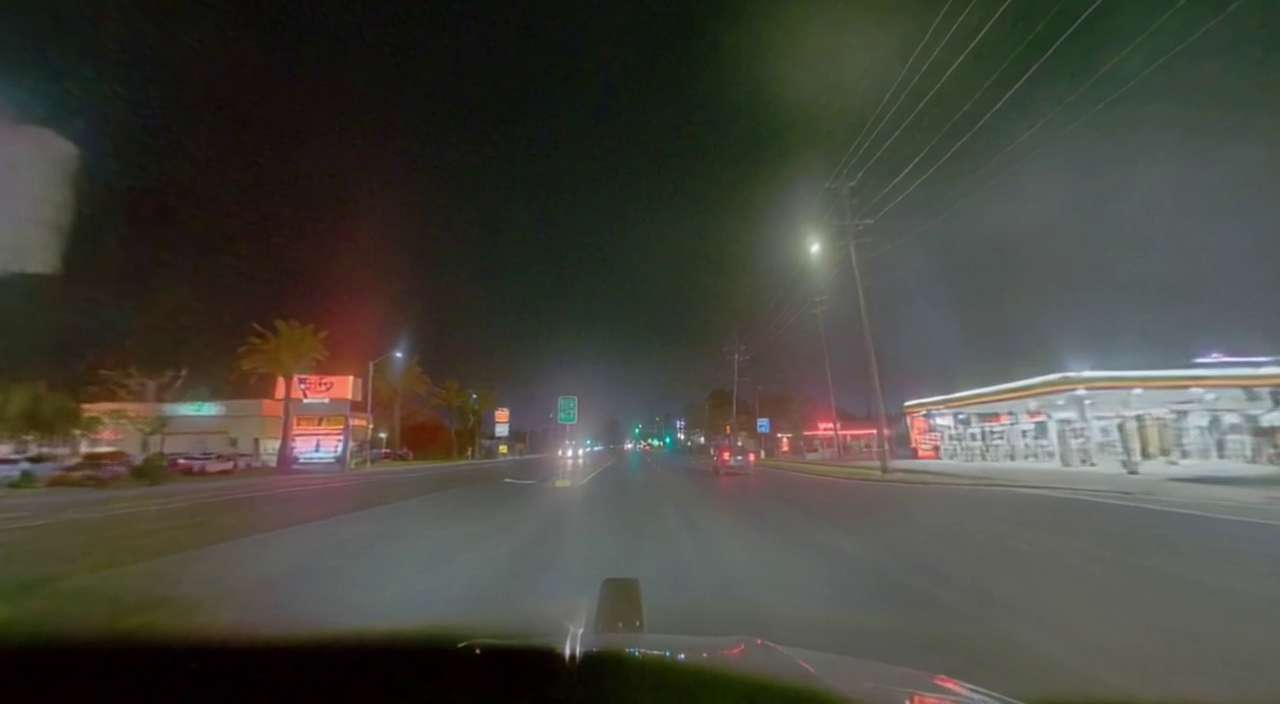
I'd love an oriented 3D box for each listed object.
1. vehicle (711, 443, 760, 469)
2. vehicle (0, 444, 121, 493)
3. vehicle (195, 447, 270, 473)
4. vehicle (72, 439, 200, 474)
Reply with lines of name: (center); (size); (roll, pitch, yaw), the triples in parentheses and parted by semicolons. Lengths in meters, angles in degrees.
vehicle: (5.943, 6.538, 39.920); (2.261, 1.479, 4.403); (0, -8, -2)
vehicle: (-25.979, 5.012, 27.686); (2.056, 1.890, 5.063); (0, -8, 0)
vehicle: (-27.863, 7.350, 43.365); (2.113, 1.684, 4.498); (0, -8, 0)
vehicle: (-29.078, 6.010, 36.649); (5.561, 1.842, 2.131); (6, -10, -39)
